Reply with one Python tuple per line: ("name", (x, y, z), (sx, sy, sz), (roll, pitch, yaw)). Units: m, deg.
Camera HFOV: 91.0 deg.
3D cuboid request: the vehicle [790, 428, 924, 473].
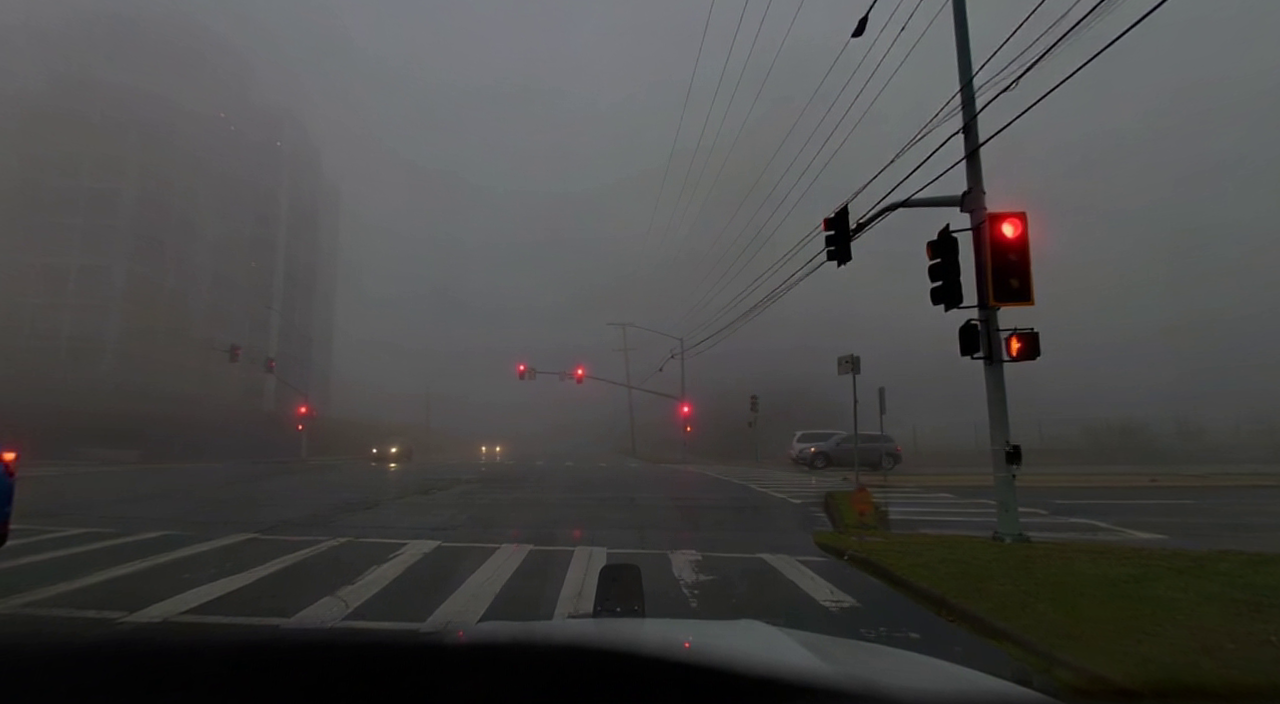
("vehicle", (8.705, 4.020, 25.724), (4.884, 1.714, 2.021), (-2, -9, 12))
